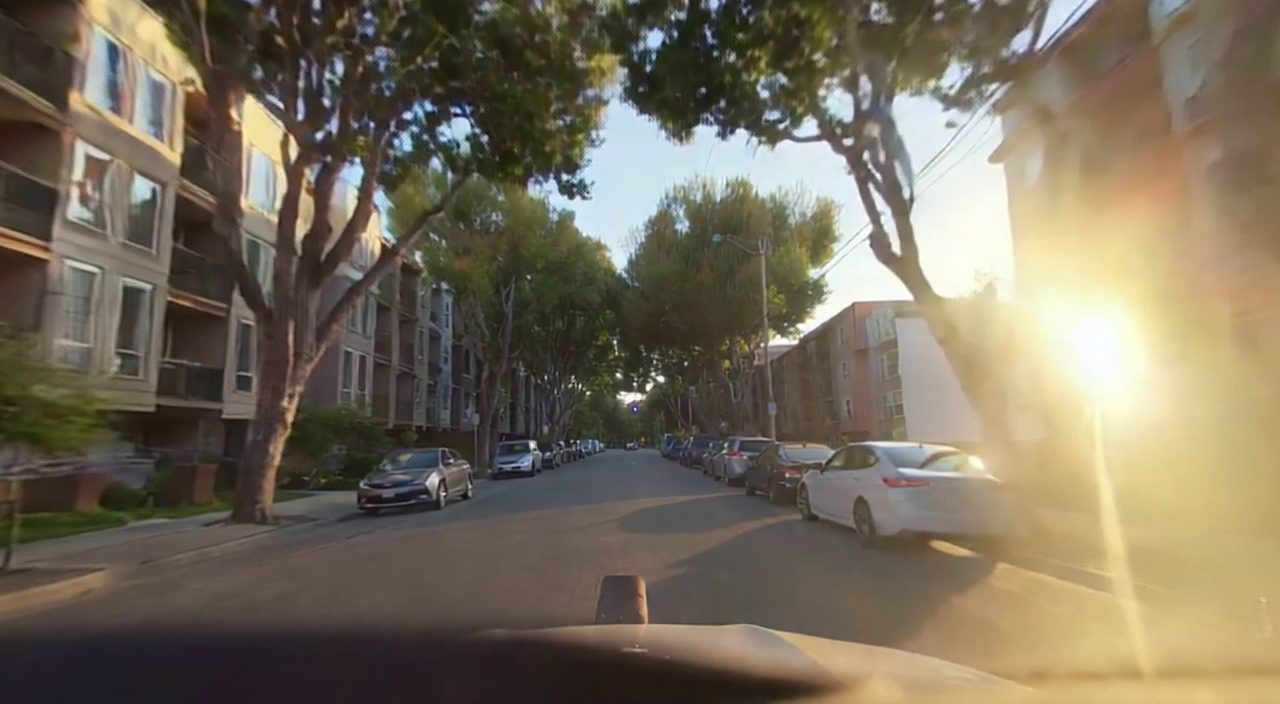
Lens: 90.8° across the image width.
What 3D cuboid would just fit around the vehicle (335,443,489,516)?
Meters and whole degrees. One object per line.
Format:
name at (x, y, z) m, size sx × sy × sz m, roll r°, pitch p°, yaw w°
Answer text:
vehicle at (-5.318, 2.992, 15.497) m, size 2.080 × 1.458 × 4.511 m, roll -1°, pitch -8°, yaw 0°

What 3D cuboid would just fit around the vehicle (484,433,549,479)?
vehicle at (-5.507, 4.692, 28.800) m, size 2.069 × 1.881 × 4.697 m, roll 0°, pitch -8°, yaw -1°

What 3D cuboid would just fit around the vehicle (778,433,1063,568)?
vehicle at (3.630, 1.983, 9.388) m, size 1.881 × 1.460 × 4.737 m, roll 0°, pitch -8°, yaw -3°
